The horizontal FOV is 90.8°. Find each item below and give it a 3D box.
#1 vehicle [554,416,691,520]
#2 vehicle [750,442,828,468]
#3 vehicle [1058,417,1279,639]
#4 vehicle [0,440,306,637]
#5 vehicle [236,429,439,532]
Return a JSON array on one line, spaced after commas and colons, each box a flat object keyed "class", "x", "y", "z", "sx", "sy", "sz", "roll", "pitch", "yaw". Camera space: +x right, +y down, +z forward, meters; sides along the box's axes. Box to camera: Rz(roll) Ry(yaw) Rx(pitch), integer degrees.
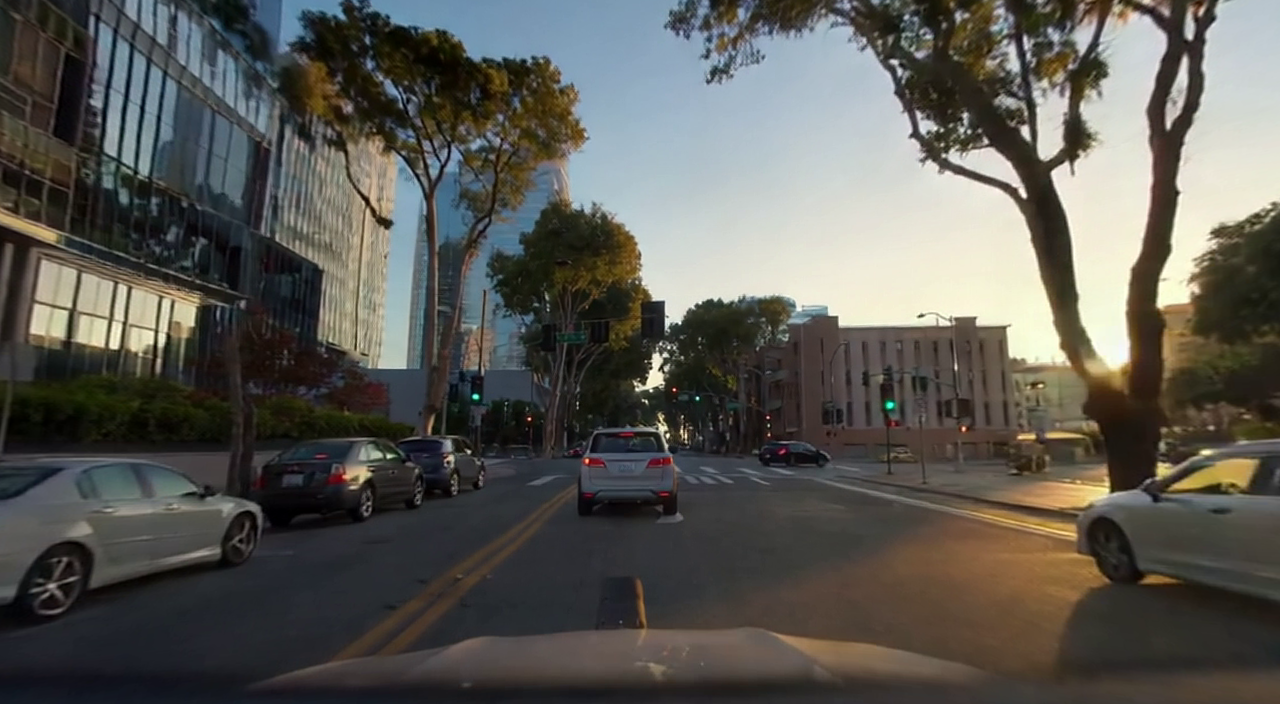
[{"class": "vehicle", "x": -0.272, "y": 2.205, "z": 12.453, "sx": 2.258, "sy": 1.687, "sz": 3.934, "roll": -1, "pitch": -8, "yaw": 1}, {"class": "vehicle", "x": 9.749, "y": 6.711, "z": 41.365, "sx": 4.638, "sy": 1.555, "sz": 1.824, "roll": 3, "pitch": -9, "yaw": -21}, {"class": "vehicle", "x": 5.947, "y": 1.385, "z": 5.080, "sx": 2.004, "sy": 1.699, "sz": 4.525, "roll": 0, "pitch": -8, "yaw": -1}, {"class": "vehicle", "x": -5.578, "y": 1.624, "z": 6.207, "sx": 1.841, "sy": 1.466, "sz": 4.364, "roll": -1, "pitch": -8, "yaw": 6}, {"class": "vehicle", "x": -5.784, "y": 2.479, "z": 12.869, "sx": 1.904, "sy": 1.684, "sz": 4.529, "roll": 0, "pitch": -8, "yaw": -1}]
